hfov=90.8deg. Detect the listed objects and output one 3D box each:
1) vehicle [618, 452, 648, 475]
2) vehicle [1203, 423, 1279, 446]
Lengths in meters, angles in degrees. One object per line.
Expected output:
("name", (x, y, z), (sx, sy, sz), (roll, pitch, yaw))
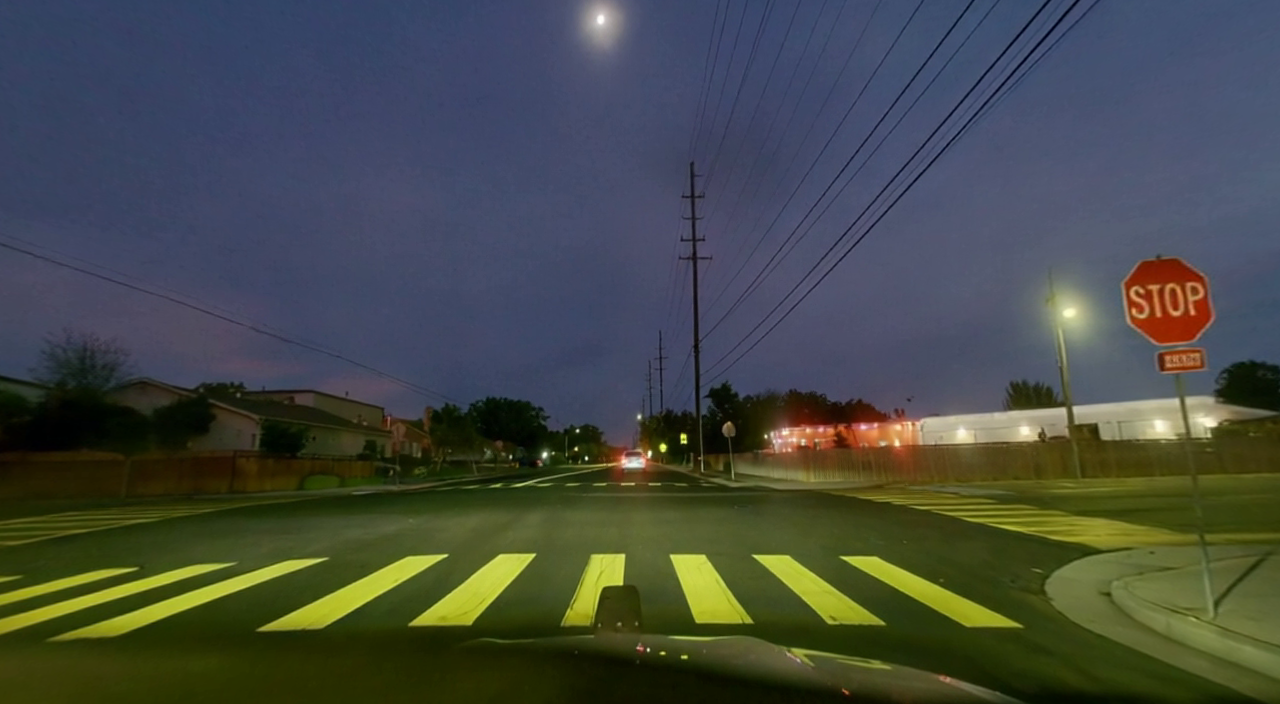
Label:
("vehicle", (-0.493, 7.990, 45.404), (2.064, 1.477, 3.968), (0, -9, 0))
("vehicle", (44.576, 6.053, 46.033), (2.251, 1.596, 5.193), (-1, -8, 0))
